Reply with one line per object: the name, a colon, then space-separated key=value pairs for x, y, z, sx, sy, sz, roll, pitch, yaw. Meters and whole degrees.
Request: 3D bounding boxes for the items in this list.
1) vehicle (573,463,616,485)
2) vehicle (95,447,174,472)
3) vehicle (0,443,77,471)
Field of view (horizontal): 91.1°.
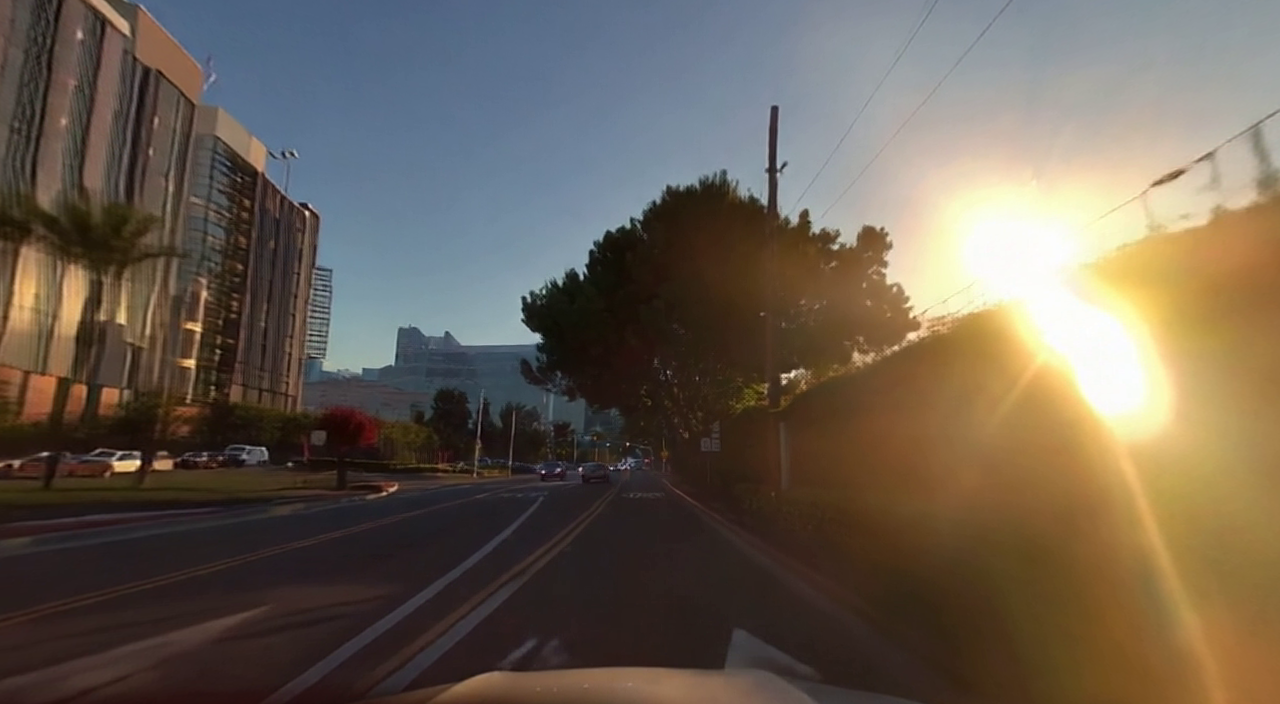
vehicle: x=-3.483 y=9.523 z=49.097 sx=2.067 sy=1.629 sz=3.858 roll=-3 pitch=-11 yaw=18
vehicle: x=-31.007 y=6.581 z=38.521 sx=3.795 sy=1.474 sz=1.828 roll=-3 pitch=-11 yaw=18
vehicle: x=-32.815 y=5.687 z=33.854 sx=3.977 sy=1.439 sz=1.775 roll=-3 pitch=-11 yaw=20
